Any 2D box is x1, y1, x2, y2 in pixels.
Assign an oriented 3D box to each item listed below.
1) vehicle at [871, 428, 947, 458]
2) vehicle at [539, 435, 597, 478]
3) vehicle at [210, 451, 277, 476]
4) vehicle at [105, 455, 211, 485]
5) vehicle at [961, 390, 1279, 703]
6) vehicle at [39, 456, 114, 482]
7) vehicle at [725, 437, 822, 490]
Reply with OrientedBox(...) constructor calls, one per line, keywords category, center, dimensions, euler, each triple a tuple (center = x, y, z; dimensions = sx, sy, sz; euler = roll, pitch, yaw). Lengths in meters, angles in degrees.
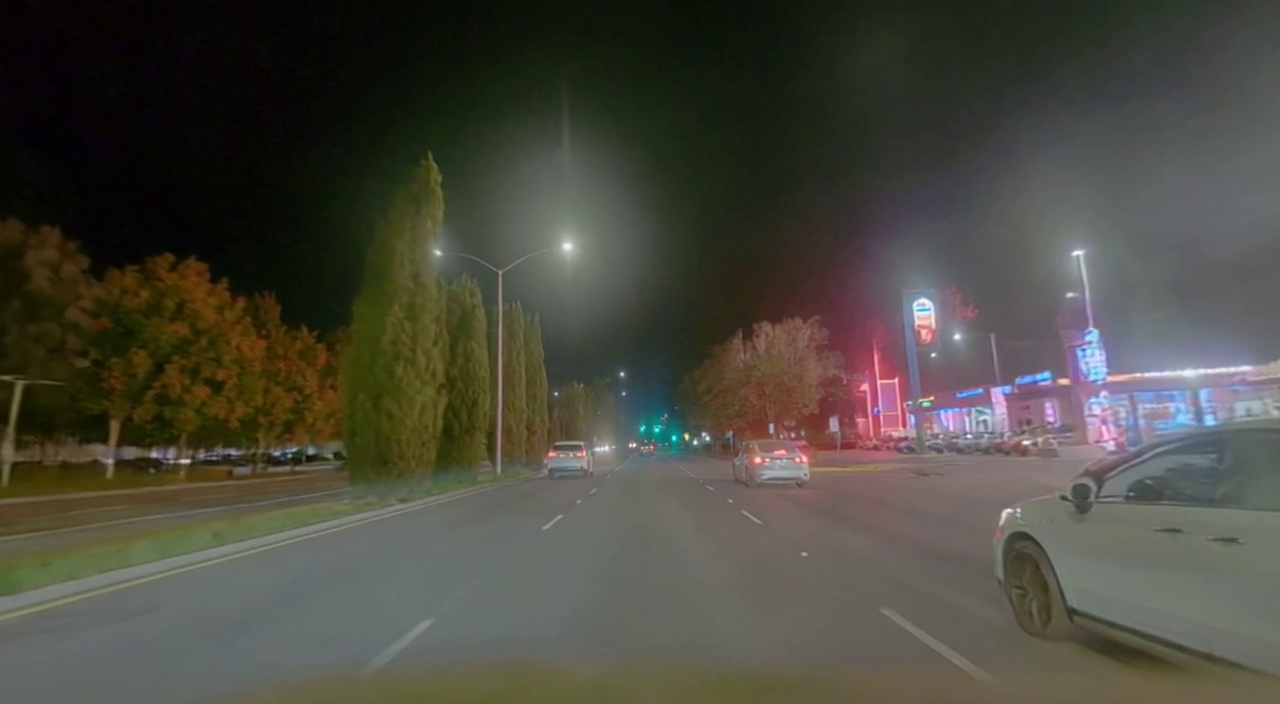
OrientedBox(category="vehicle", center=(20.796, 7.079, 49.215), dimensions=(2.705, 2.011, 7.332), euler=(-3, -8, 1))
OrientedBox(category="vehicle", center=(-3.096, 4.610, 27.995), dimensions=(1.981, 1.731, 4.360), euler=(0, -8, 1))
OrientedBox(category="vehicle", center=(-30.726, 8.641, 49.001), dimensions=(1.925, 1.776, 4.722), euler=(-1, -8, 4))
OrientedBox(category="vehicle", center=(-29.153, 7.090, 38.242), dimensions=(1.998, 1.623, 4.681), euler=(-8, -11, 41))
OrientedBox(category="vehicle", center=(3.599, 0.931, 2.734), dimensions=(1.976, 1.491, 4.714), euler=(0, -8, 1))
OrientedBox(category="vehicle", center=(-43.765, 9.067, 49.120), dimensions=(1.895, 1.764, 4.510), euler=(0, -8, -5))
OrientedBox(category="vehicle", center=(4.141, 3.539, 20.400), dimensions=(2.036, 1.480, 4.659), euler=(0, -8, -1))
